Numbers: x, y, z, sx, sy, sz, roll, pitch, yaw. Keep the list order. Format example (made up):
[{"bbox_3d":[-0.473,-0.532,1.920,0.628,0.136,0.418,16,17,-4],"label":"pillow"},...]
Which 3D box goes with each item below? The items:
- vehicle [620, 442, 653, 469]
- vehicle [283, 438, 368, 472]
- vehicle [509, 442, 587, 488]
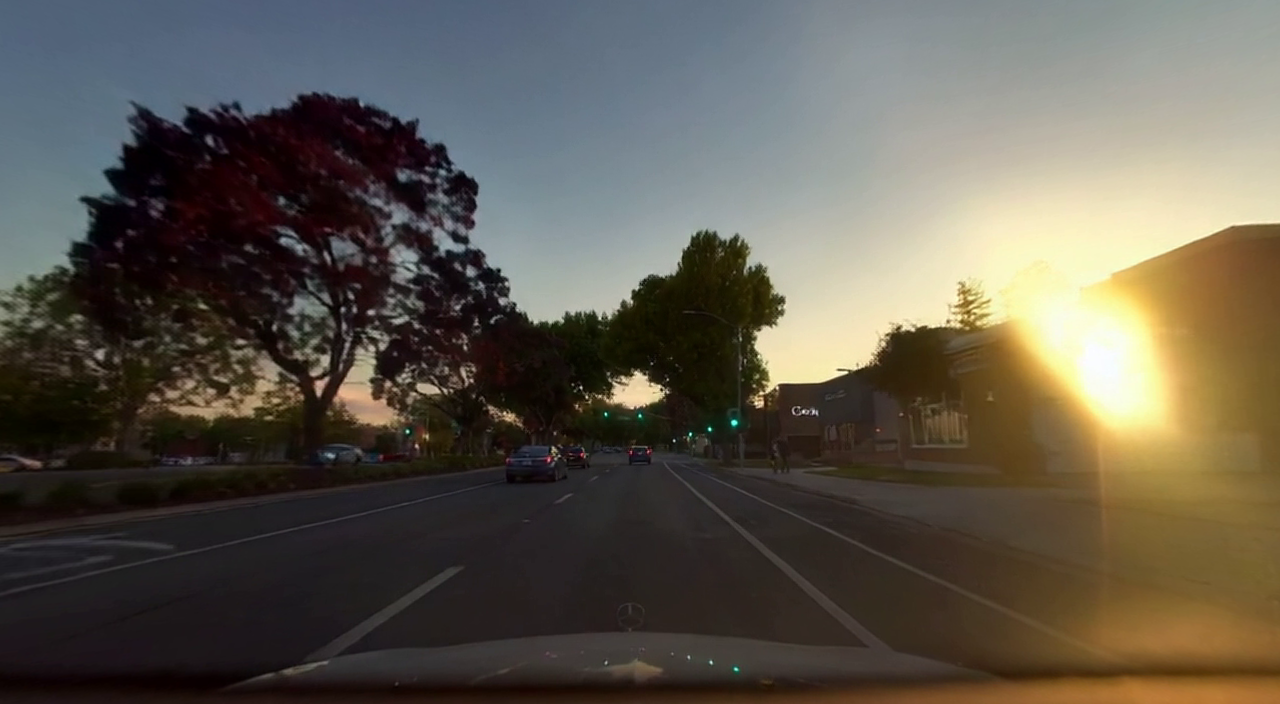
[{"bbox_3d":[-0.245,7.089,43.254,2.153,1.764,4.047,0,-8,0],"label":"vehicle"},{"bbox_3d":[-20.099,6.598,40.670,2.226,1.987,5.777,-1,-9,4],"label":"vehicle"},{"bbox_3d":[-3.147,3.995,22.596,2.015,1.470,4.458,0,-8,1],"label":"vehicle"}]
